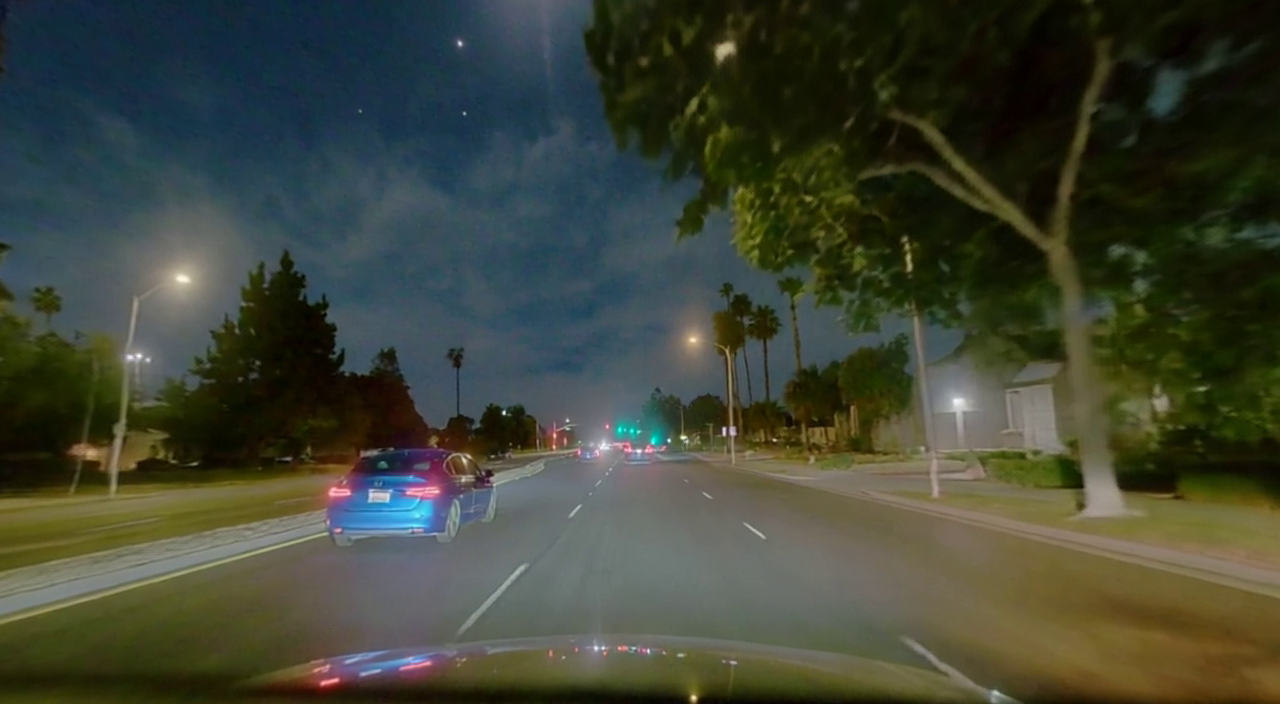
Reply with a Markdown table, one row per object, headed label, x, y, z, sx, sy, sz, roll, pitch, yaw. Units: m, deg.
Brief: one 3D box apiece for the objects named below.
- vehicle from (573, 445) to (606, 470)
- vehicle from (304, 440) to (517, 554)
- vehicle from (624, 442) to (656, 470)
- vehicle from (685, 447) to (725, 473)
| label | x | y | z | sx | sy | sz | roll | pitch | yaw |
| --- | --- | --- | --- | --- | --- | --- | --- | --- | --- |
| vehicle | -3.407 | 7.176 | 43.234 | 2.000 | 1.569 | 3.794 | 0 | -8 | -1 |
| vehicle | -3.404 | 2.215 | 10.478 | 1.844 | 1.451 | 4.543 | 0 | -8 | 0 |
| vehicle | -0.048 | 6.967 | 42.575 | 2.043 | 1.734 | 4.253 | 0 | -8 | -2 |
| vehicle | 3.781 | 6.378 | 37.482 | 1.830 | 1.451 | 4.009 | 0 | -8 | -2 |
